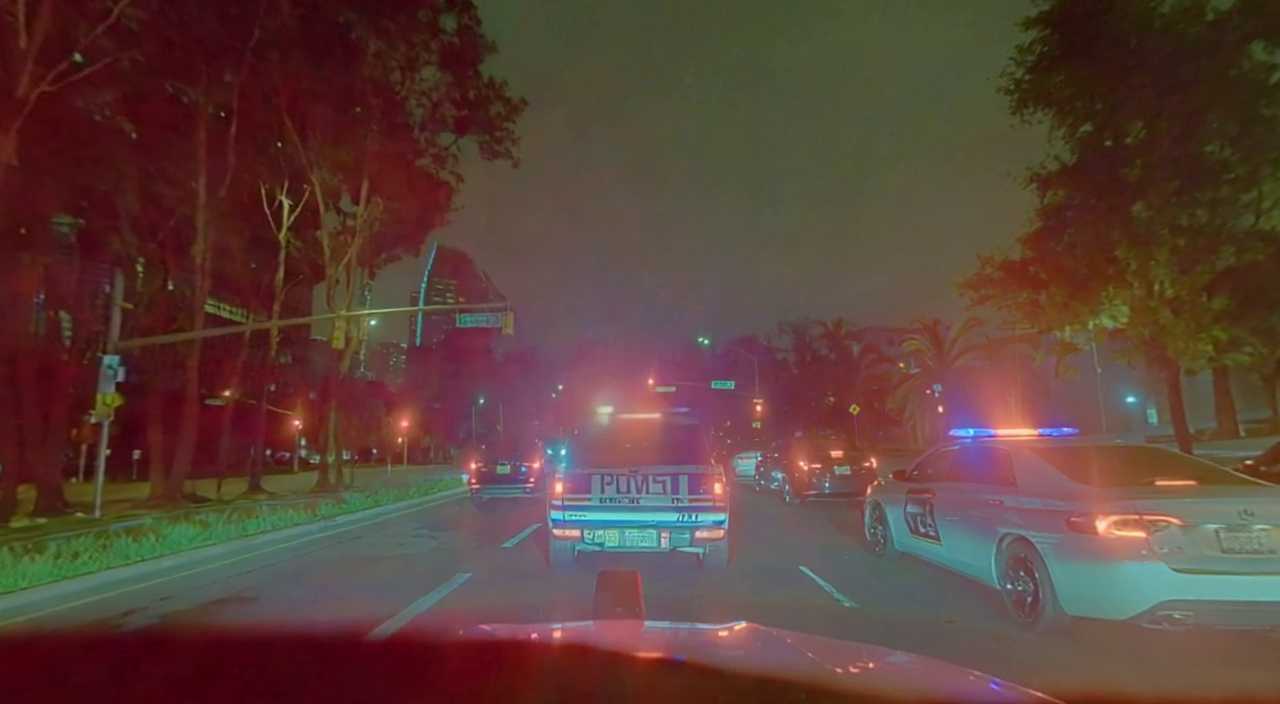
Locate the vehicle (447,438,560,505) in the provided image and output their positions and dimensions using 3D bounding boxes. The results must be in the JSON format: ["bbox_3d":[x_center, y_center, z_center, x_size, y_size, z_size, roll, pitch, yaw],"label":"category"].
[{"bbox_3d":[-3.315,2.979,16.220,1.913,1.464,4.276,0,-8,0],"label":"vehicle"}]

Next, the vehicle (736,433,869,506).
[{"bbox_3d":[3.648,2.708,15.059,1.940,1.474,4.234,0,-8,-1],"label":"vehicle"}]

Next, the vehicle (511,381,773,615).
[{"bbox_3d":[-0.037,1.464,7.267,2.038,1.819,4.505,0,-8,-1],"label":"vehicle"}]

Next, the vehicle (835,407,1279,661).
[{"bbox_3d":[3.643,1.407,6.074,1.995,1.483,4.533,0,-8,-1],"label":"vehicle"}]
